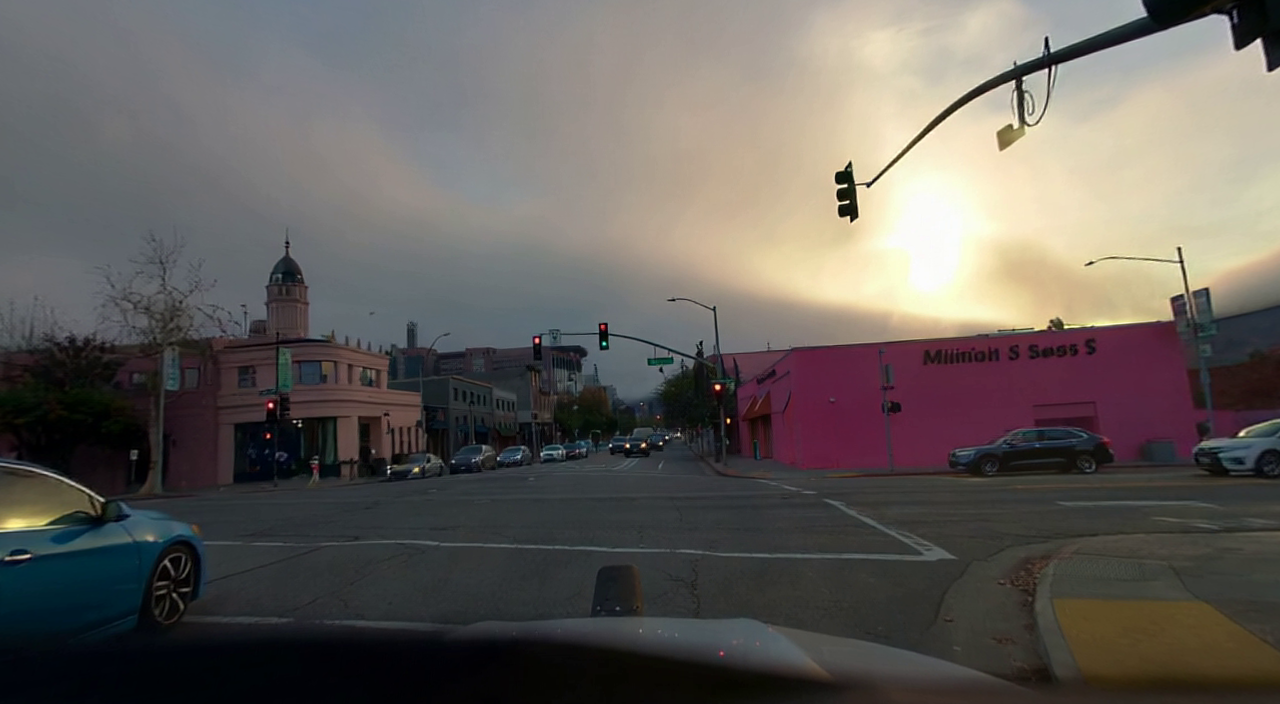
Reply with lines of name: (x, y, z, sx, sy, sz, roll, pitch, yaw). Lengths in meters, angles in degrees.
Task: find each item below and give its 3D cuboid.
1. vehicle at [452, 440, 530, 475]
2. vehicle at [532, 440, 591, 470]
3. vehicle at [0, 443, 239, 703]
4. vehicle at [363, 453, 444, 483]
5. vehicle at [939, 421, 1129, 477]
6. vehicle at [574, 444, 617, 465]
vehicle: (-8.385, 5.975, 36.054, 2.152, 1.825, 5.406, -2, -9, 12)
vehicle: (-4.503, 5.990, 36.859, 1.928, 1.647, 4.575, -2, -9, 13)
vehicle: (-3.656, 0.976, 2.146, 1.759, 1.325, 4.295, 0, -9, 0)
vehicle: (-12.585, 6.175, 33.874, 1.976, 1.425, 4.567, -1, -9, 9)
vehicle: (11.577, 2.889, 18.793, 4.355, 1.546, 1.820, -1, -9, 6)
vehicle: (-3.046, 7.155, 44.005, 1.743, 1.362, 4.350, -2, -9, 14)
